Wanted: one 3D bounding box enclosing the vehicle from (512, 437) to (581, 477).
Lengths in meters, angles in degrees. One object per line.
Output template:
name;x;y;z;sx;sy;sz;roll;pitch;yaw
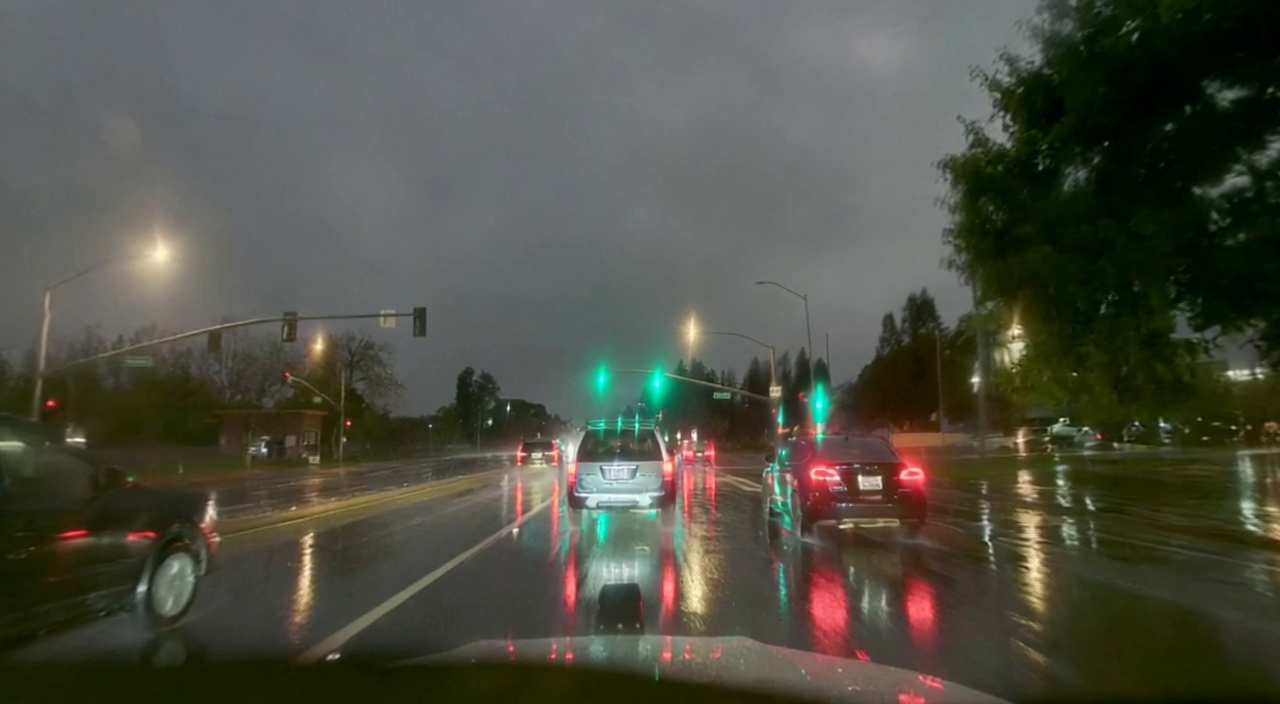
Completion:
vehicle;-3.760;4.313;26.219;2.163;1.488;4.511;0;-8;0

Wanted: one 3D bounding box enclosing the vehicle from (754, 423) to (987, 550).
vehicle;3.233;1.970;9.923;2.068;1.541;4.041;0;-8;-1

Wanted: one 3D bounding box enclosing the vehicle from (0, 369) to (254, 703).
vehicle;-3.814;0.859;2.629;1.823;1.602;4.061;0;-8;0

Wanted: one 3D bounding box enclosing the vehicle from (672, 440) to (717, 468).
vehicle;3.047;5.829;36.384;2.171;1.469;4.420;0;-8;0

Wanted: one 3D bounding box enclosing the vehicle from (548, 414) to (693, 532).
vehicle;-0.316;2.095;11.467;2.150;1.725;4.096;0;-8;-1
